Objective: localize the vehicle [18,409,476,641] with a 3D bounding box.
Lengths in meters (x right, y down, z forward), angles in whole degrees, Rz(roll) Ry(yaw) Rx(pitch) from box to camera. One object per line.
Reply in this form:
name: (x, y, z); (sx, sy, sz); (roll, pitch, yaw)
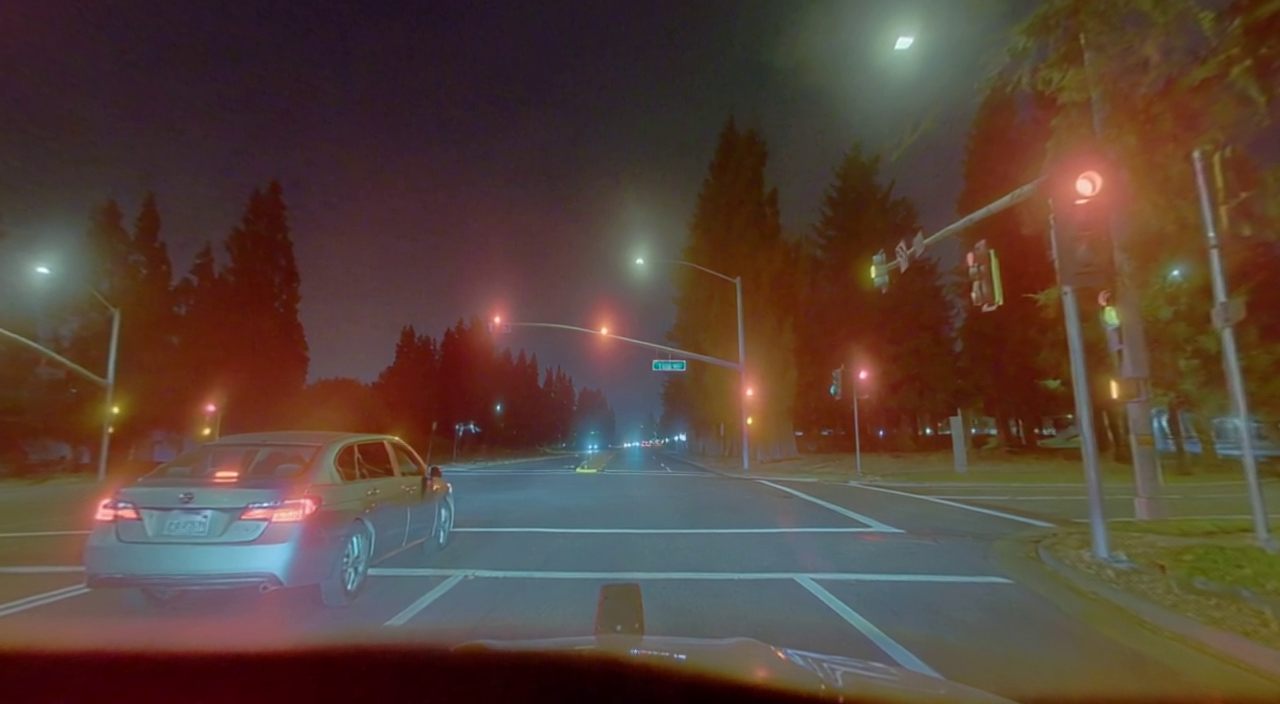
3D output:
vehicle: (-3.331, 1.540, 6.727); (2.076, 1.599, 4.483); (0, -9, -2)
